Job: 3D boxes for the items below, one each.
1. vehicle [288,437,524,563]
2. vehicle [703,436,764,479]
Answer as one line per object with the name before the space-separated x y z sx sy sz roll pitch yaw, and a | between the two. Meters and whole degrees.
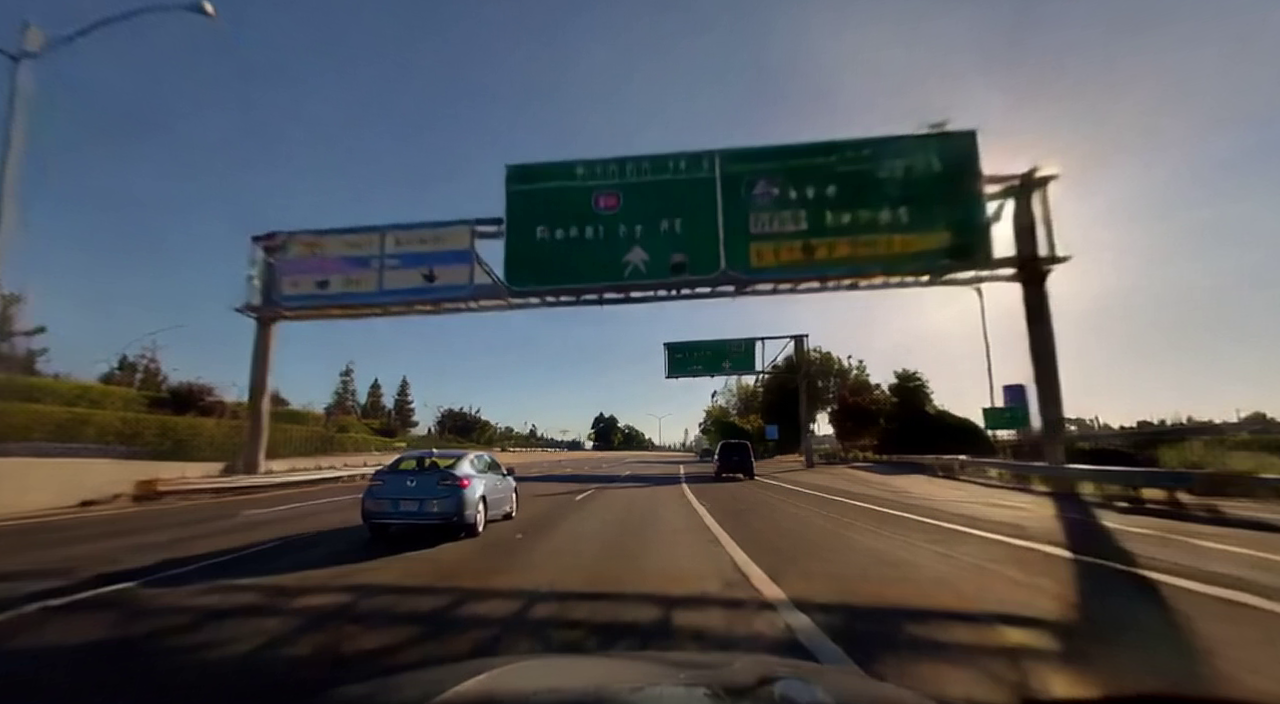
vehicle | -3.218 2.114 9.798 1.937 1.490 4.372 0 -9 1
vehicle | 4.258 4.901 29.441 2.225 1.833 4.340 0 -9 1
